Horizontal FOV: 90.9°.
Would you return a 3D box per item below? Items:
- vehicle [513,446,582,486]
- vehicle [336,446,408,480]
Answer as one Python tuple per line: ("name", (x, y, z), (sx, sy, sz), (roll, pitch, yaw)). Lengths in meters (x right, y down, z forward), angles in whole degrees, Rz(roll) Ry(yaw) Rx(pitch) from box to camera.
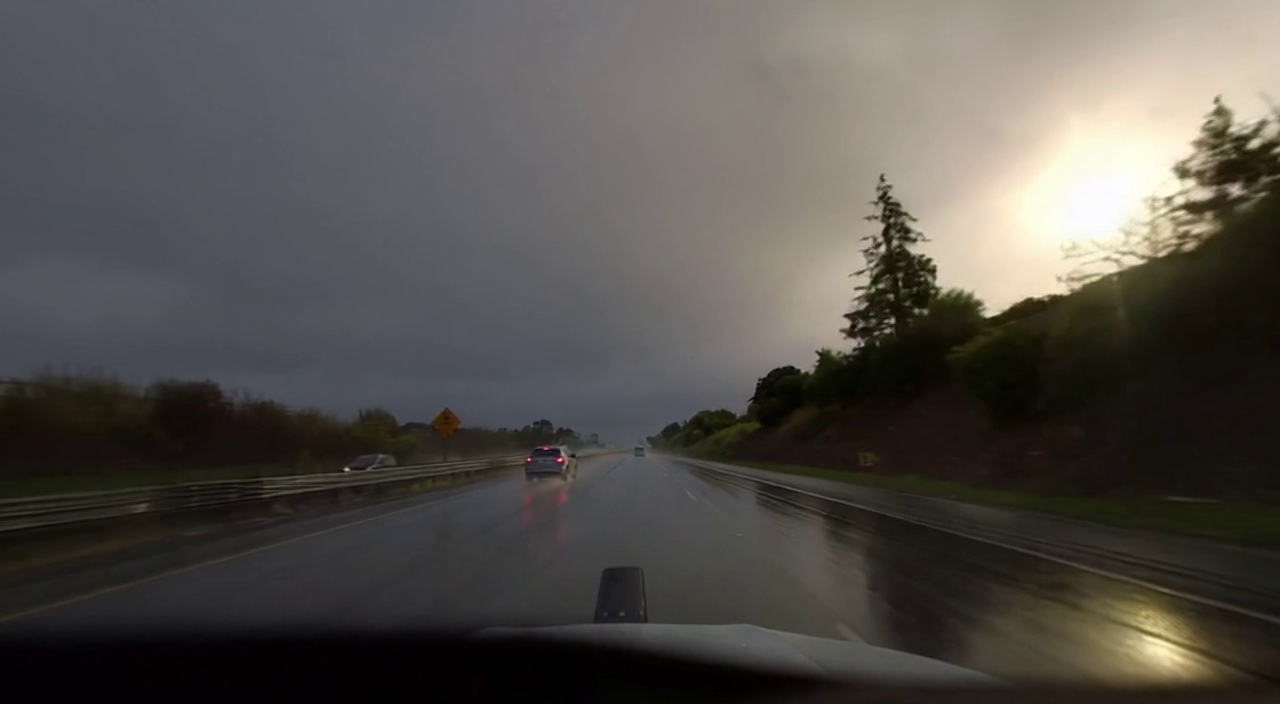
("vehicle", (-3.646, 4.616, 25.771), (2.054, 1.475, 4.708), (0, -9, 1))
("vehicle", (-16.260, 6.753, 38.502), (2.323, 1.901, 4.737), (0, -9, -1))
